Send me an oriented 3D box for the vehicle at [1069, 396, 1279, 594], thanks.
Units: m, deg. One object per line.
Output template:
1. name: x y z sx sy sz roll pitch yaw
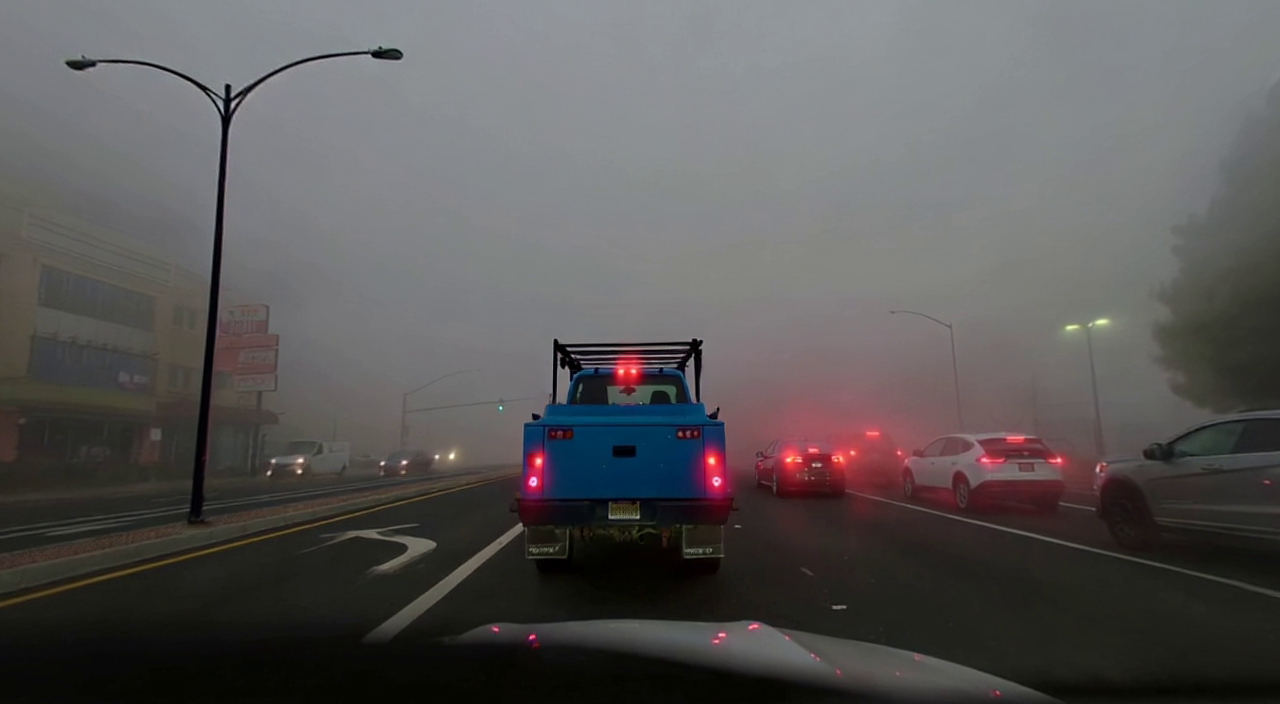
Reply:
1. vehicle: 6.813 1.361 6.171 2.023 1.771 4.488 0 -9 0

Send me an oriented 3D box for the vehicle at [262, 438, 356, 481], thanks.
1. vehicle: -19.220 6.255 37.080 2.700 2.296 5.270 0 -9 -1

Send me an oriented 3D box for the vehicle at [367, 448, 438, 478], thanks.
1. vehicle: -12.523 5.847 33.654 1.983 1.449 4.501 0 -9 0

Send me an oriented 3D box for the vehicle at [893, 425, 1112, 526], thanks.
1. vehicle: 7.066 2.436 12.974 1.931 1.692 4.267 0 -9 0

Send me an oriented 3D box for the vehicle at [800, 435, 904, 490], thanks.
1. vehicle: 7.068 3.731 21.607 1.953 1.665 4.327 0 -9 -2

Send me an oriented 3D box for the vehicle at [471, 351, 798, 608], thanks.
1. vehicle: -0.095 1.467 8.159 2.682 2.117 5.706 0 -9 -1
